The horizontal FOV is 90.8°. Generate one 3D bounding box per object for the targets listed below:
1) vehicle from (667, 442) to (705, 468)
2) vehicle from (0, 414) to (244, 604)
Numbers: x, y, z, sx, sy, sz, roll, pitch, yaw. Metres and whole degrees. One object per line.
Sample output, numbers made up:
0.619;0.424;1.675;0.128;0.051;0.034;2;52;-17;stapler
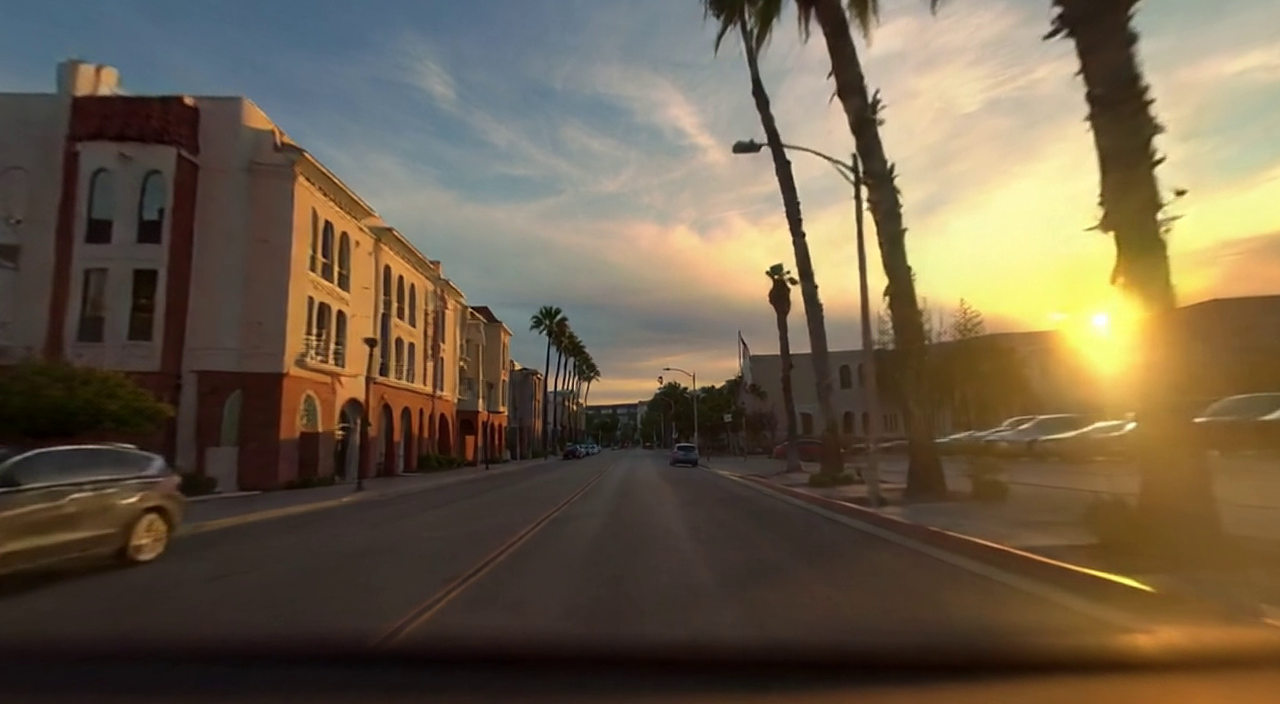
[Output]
2.865;6.532;40.316;1.985;1.543;4.112;1;-8;-2;vehicle
-6.585;1.628;6.736;1.946;1.640;4.430;-3;-9;-1;vehicle
